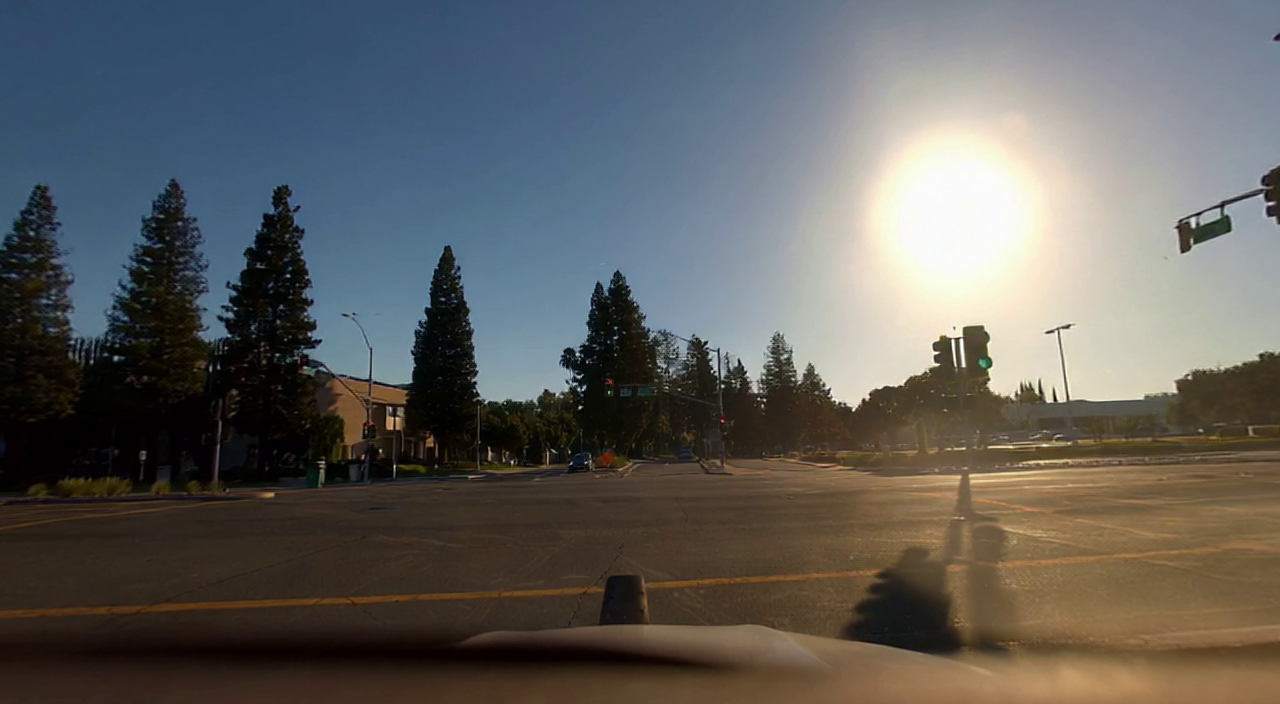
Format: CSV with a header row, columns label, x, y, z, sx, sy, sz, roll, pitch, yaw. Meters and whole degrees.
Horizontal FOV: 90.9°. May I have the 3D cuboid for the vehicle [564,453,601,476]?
label,x,y,z,sx,sy,sz,roll,pitch,yaw
vehicle,-4.477,8.848,49.836,2.030,1.704,4.205,-1,-8,7
